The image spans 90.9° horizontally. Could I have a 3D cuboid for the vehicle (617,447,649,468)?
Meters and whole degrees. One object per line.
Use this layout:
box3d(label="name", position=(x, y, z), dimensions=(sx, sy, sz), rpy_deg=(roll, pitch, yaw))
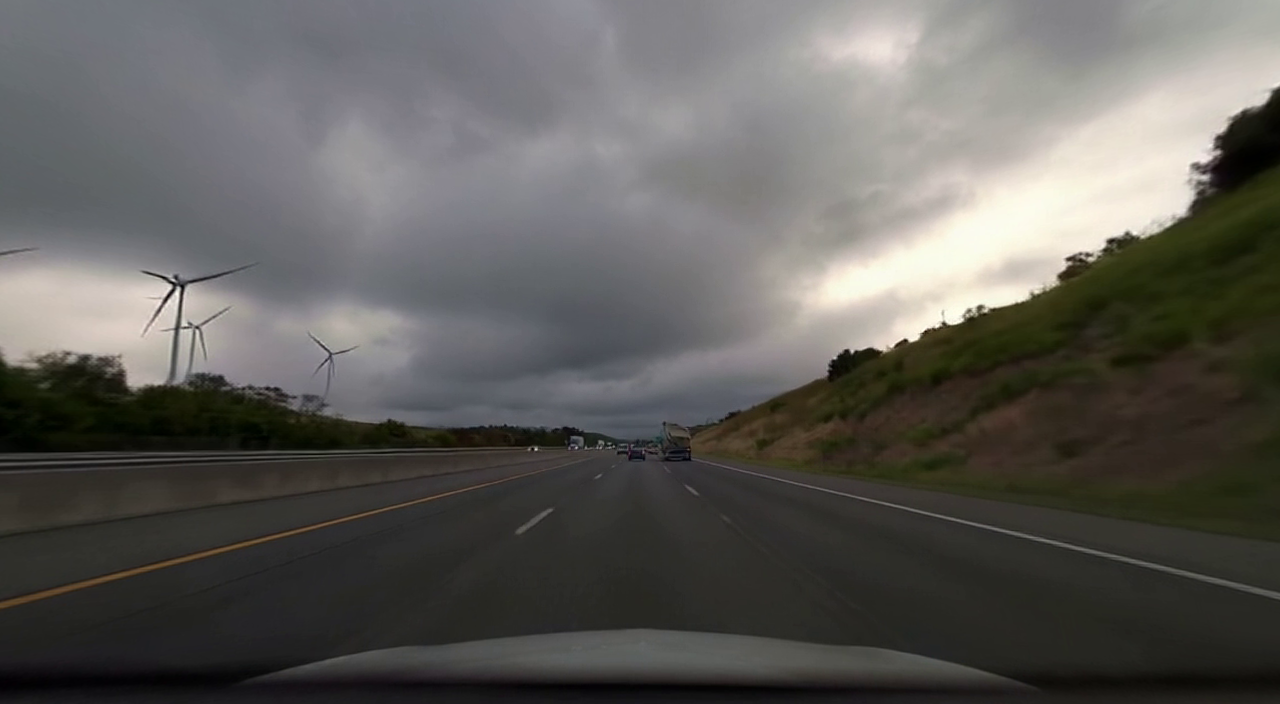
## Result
box3d(label="vehicle", position=(-0.498, 7.587, 45.494), dimensions=(2.209, 1.453, 3.695), rpy_deg=(0, -9, -1))
